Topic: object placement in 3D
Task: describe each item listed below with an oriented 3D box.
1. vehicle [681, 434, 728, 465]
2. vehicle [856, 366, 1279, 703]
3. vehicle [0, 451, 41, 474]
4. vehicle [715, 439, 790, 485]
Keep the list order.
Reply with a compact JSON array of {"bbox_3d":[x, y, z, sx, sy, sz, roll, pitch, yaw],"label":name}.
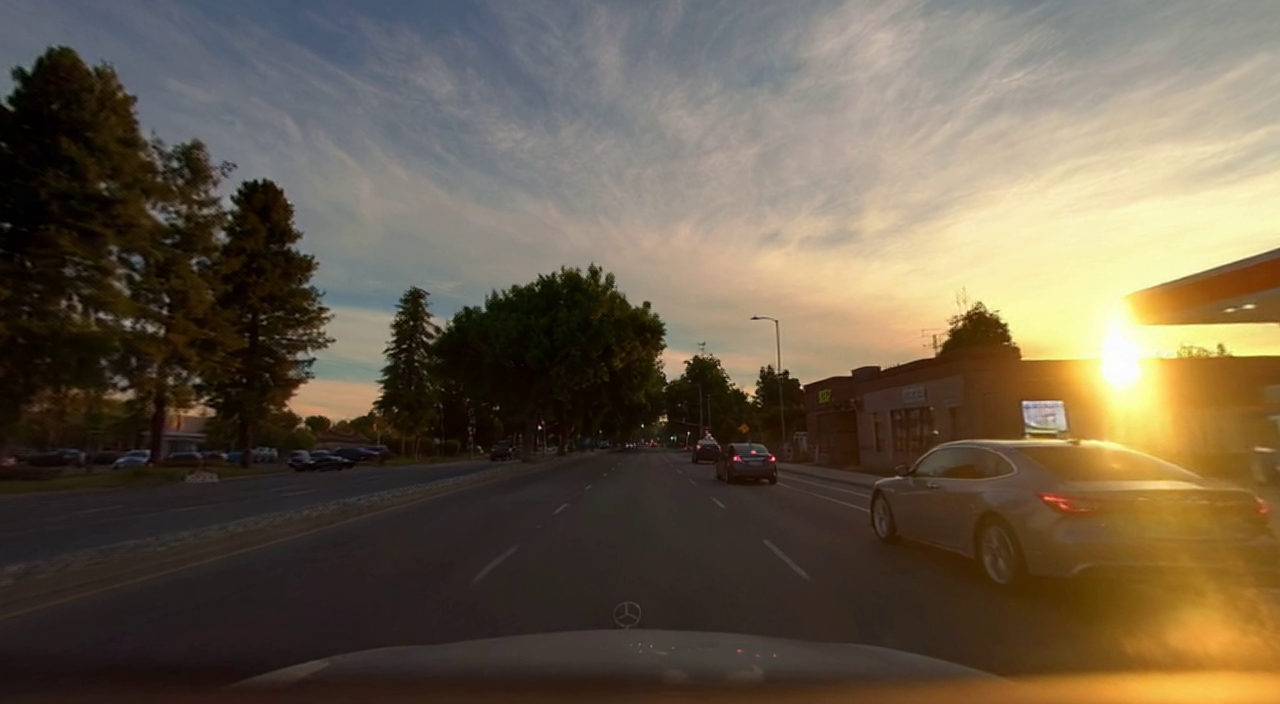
[{"bbox_3d":[4.228,6.542,42.427,2.611,1.983,5.165,0,-8,0],"label":"vehicle"},{"bbox_3d":[3.620,1.249,5.236,1.875,1.665,4.931,0,-8,0],"label":"vehicle"},{"bbox_3d":[-43.854,7.622,43.476,1.820,1.459,4.381,1,-8,-18],"label":"vehicle"},{"bbox_3d":[3.858,3.845,22.300,1.871,1.442,4.122,0,-8,-1],"label":"vehicle"}]
